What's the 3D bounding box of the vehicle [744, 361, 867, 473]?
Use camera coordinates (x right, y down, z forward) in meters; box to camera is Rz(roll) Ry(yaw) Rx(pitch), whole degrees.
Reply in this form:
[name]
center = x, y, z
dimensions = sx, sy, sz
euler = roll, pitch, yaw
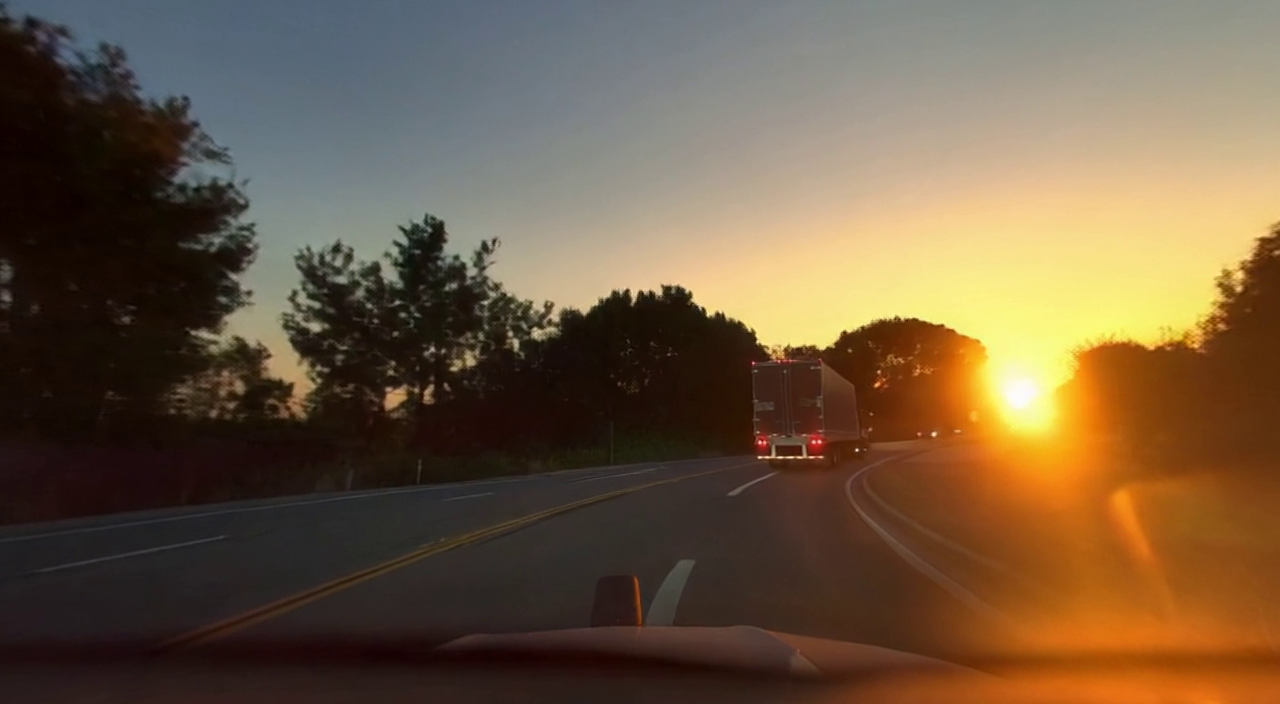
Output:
[vehicle]
center = 7.281, 2.874, 26.223
dimensions = 2.837, 3.712, 10.484
euler = -4, -9, 26
